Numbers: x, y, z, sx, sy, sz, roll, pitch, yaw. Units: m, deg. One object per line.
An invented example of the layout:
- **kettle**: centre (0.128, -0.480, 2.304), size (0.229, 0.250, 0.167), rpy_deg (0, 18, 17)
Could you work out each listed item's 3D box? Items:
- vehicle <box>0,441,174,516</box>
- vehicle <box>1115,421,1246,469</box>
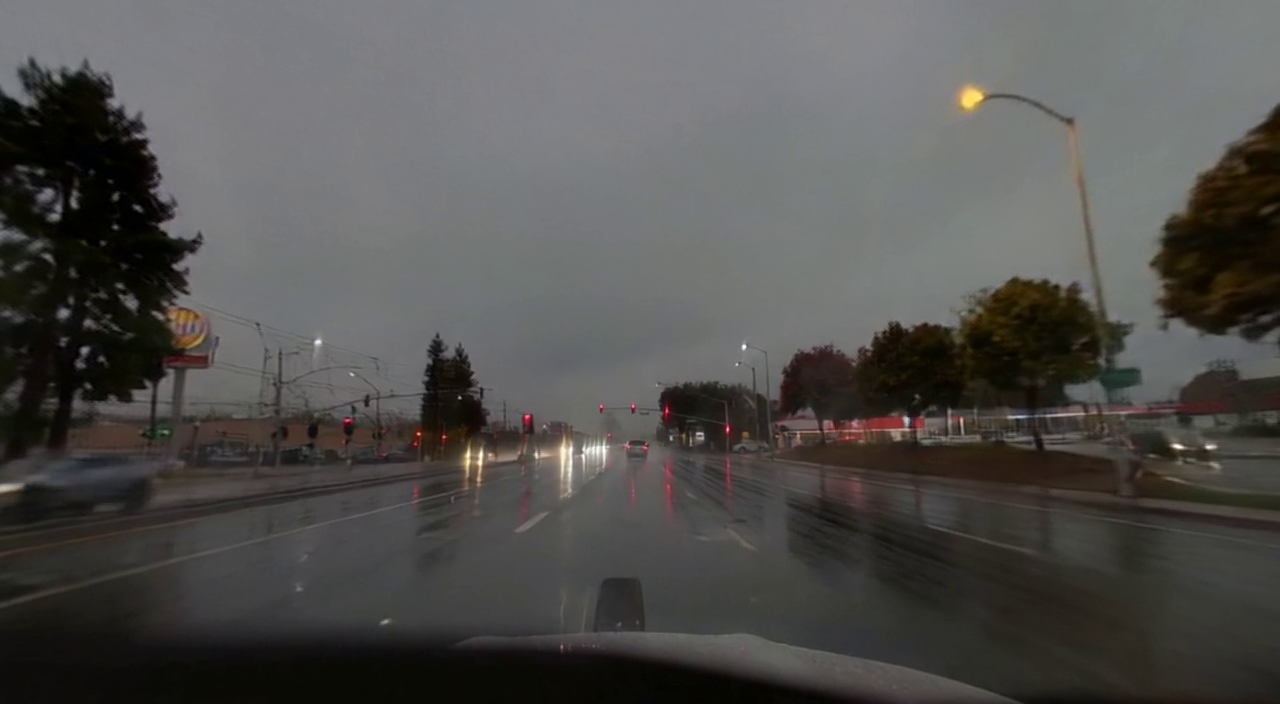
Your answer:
- **vehicle**: centre (-14.486, 3.119, 16.164), size (2.020, 1.645, 4.146), rpy_deg (0, -8, -2)
- **vehicle**: centre (18.375, 3.202, 21.733), size (1.767, 1.466, 3.855), rpy_deg (-2, -9, 14)
